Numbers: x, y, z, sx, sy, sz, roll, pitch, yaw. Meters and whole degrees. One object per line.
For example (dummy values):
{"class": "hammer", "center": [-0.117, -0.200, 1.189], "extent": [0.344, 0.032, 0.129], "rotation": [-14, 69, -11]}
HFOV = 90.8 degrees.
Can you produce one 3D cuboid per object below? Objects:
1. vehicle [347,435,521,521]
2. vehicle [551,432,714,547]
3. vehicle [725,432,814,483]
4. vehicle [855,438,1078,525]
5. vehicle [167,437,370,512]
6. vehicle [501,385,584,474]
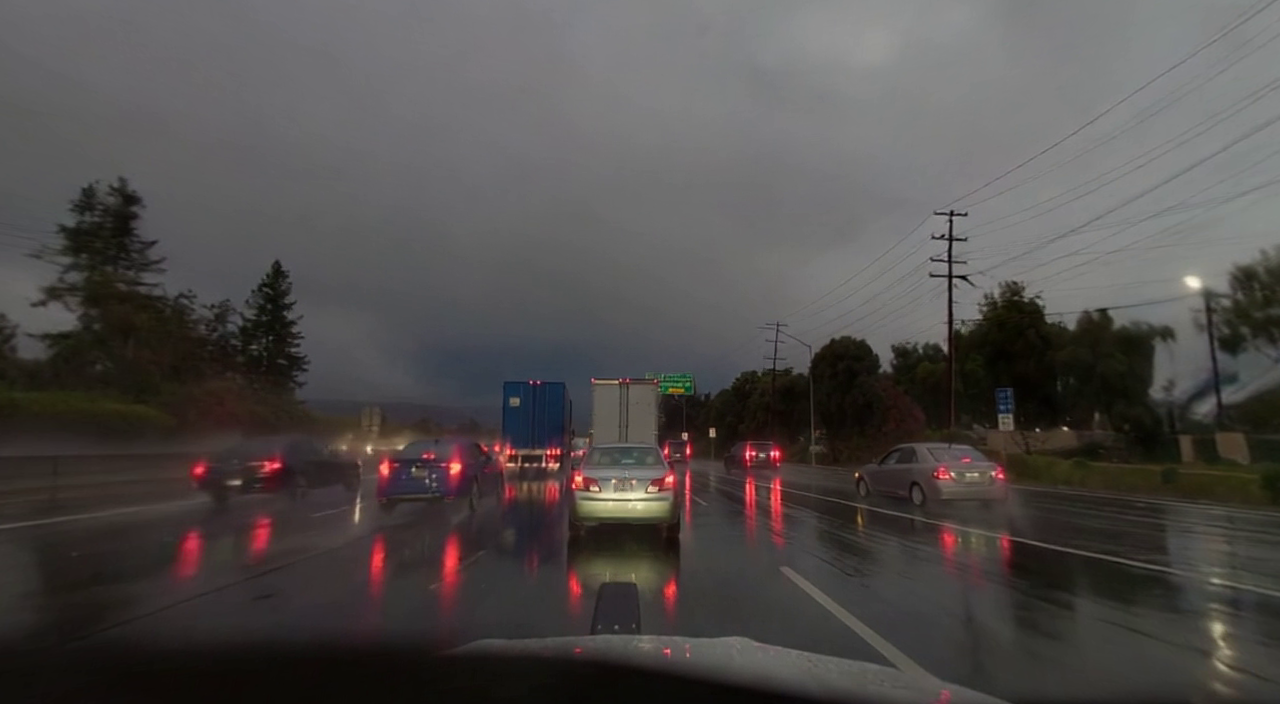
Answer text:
{"class": "vehicle", "center": [-3.997, 2.542, 13.360], "extent": [2.090, 1.463, 4.968], "rotation": [0, -9, -1]}
{"class": "vehicle", "center": [-0.202, 2.096, 10.288], "extent": [2.112, 1.463, 4.012], "rotation": [0, -9, -3]}
{"class": "vehicle", "center": [4.654, 3.869, 23.338], "extent": [2.023, 1.676, 4.002], "rotation": [1, -9, -7]}
{"class": "vehicle", "center": [6.138, 2.453, 12.577], "extent": [1.878, 1.406, 4.164], "rotation": [1, -9, -6]}
{"class": "vehicle", "center": [-8.326, 2.766, 14.817], "extent": [2.008, 1.454, 4.693], "rotation": [0, -9, -2]}
{"class": "vehicle", "center": [-5.480, 5.102, 39.480], "extent": [3.150, 4.298, 17.928], "rotation": [0, -9, -3]}
